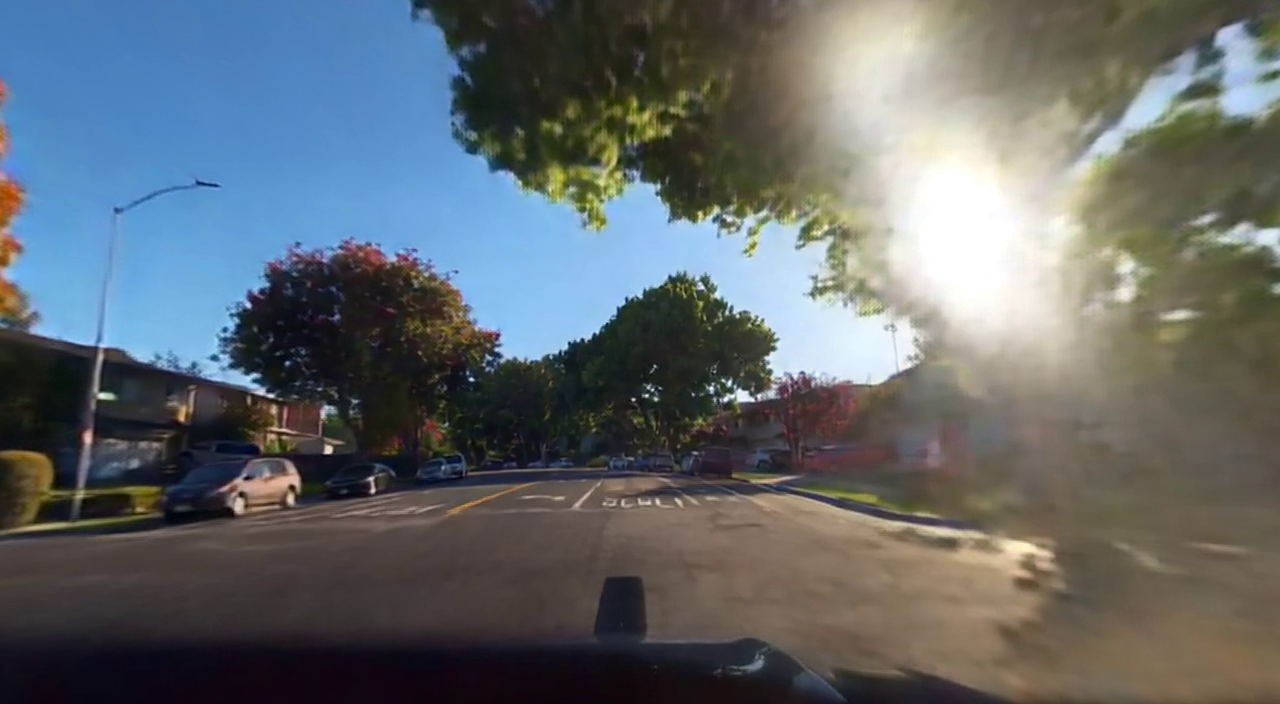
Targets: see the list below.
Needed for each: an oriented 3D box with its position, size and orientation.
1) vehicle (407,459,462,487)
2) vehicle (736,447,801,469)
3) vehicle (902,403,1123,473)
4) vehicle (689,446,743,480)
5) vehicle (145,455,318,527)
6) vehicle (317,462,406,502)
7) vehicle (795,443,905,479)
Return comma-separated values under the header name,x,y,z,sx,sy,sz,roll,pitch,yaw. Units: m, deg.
name,x,y,z,sx,sy,sz,roll,pitch,yaw
vehicle,-12.269,7.224,38.093,2.012,1.478,4.661,1,-9,-4
vehicle,9.173,7.598,45.421,4.158,1.521,1.921,1,-9,-6
vehicle,12.785,3.115,22.037,6.244,2.050,2.209,-9,-13,37
vehicle,4.186,6.192,35.703,2.184,1.770,4.651,1,-9,-4
vehicle,-11.591,3.911,18.416,2.037,1.755,4.434,0,-9,0
vehicle,-11.643,5.455,26.760,1.948,1.410,4.361,1,-9,-3
vehicle,10.082,5.249,30.522,4.512,1.477,1.927,-2,-9,-4
